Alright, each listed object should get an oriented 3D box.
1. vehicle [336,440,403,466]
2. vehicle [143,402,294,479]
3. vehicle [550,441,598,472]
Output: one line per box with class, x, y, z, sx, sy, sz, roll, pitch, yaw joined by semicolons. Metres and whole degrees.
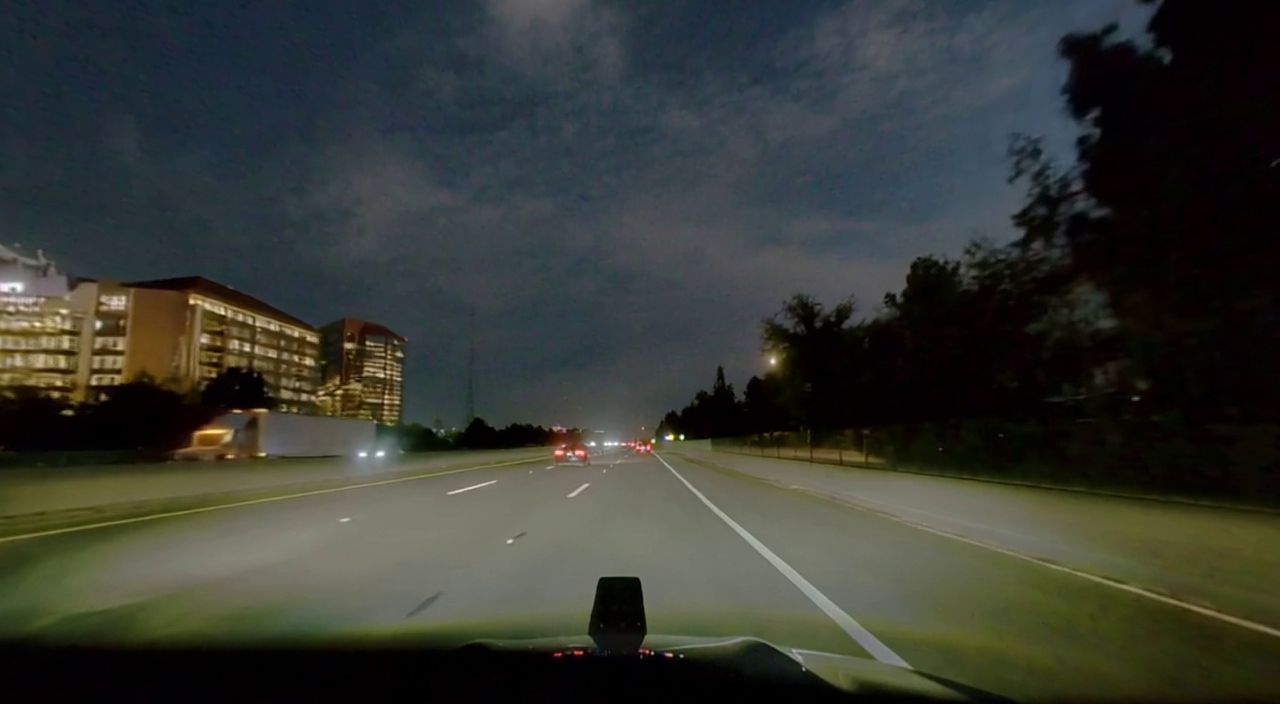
vehicle;-20.529;7.680;48.207;2.244;1.899;6.273;0;-8;1
vehicle;-24.549;5.278;37.503;3.059;3.993;8.430;0;-8;0
vehicle;-3.259;5.216;31.785;1.926;1.464;4.186;0;-8;1
